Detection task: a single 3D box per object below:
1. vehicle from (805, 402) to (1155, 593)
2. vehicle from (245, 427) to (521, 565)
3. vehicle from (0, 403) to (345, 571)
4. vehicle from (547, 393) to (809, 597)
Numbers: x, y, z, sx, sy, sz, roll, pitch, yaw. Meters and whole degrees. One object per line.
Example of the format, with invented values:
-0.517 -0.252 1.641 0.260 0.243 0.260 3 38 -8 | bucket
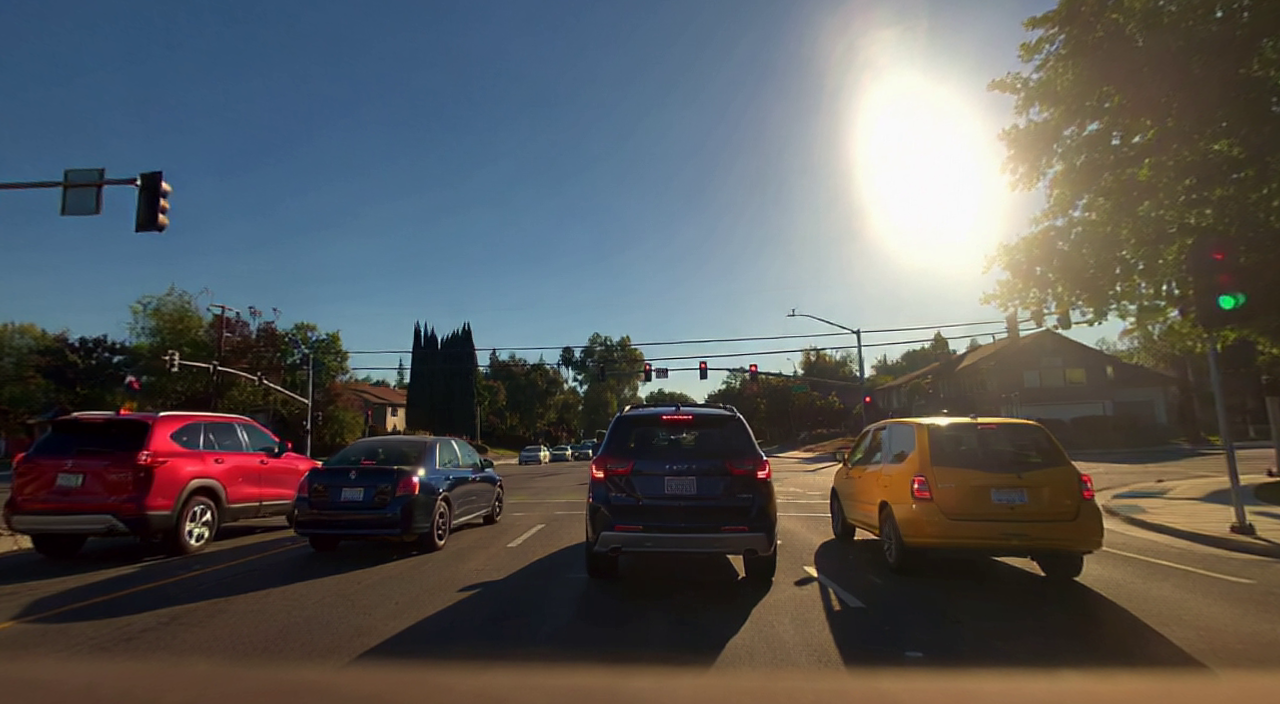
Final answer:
3.530 1.588 7.747 2.047 1.638 4.395 -1 -8 4 | vehicle
-3.234 1.888 9.103 1.885 1.475 4.359 -1 -8 4 | vehicle
-6.634 1.817 9.306 2.075 1.796 4.785 0 -8 2 | vehicle
0.395 1.515 7.486 2.198 1.708 4.170 0 -8 2 | vehicle
